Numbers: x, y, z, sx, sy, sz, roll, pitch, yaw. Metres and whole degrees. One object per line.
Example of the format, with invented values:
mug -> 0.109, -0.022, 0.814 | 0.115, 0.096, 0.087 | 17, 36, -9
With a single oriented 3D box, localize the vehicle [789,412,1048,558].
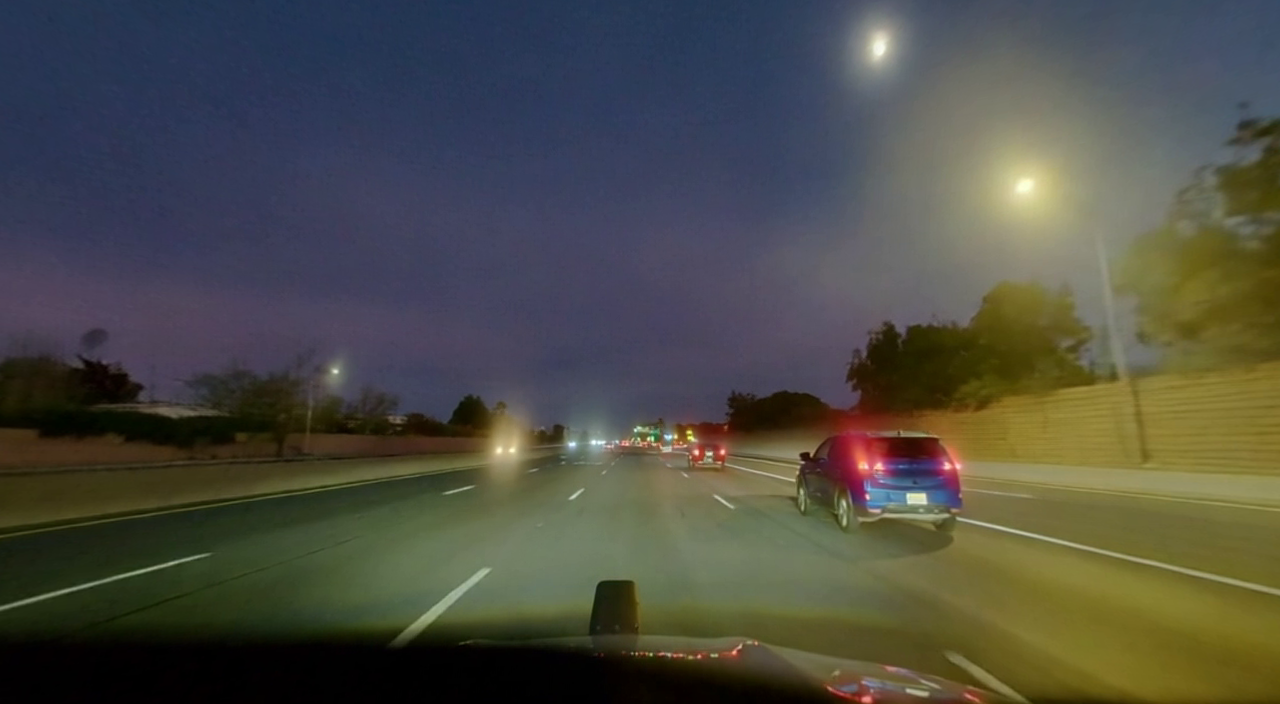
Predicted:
vehicle -> 3.771, 1.871, 9.575 | 1.910, 1.696, 4.187 | 0, -8, -1

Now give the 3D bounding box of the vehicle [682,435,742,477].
vehicle -> 3.108, 4.618, 28.245 | 2.045, 1.688, 4.313 | 0, -9, -2
